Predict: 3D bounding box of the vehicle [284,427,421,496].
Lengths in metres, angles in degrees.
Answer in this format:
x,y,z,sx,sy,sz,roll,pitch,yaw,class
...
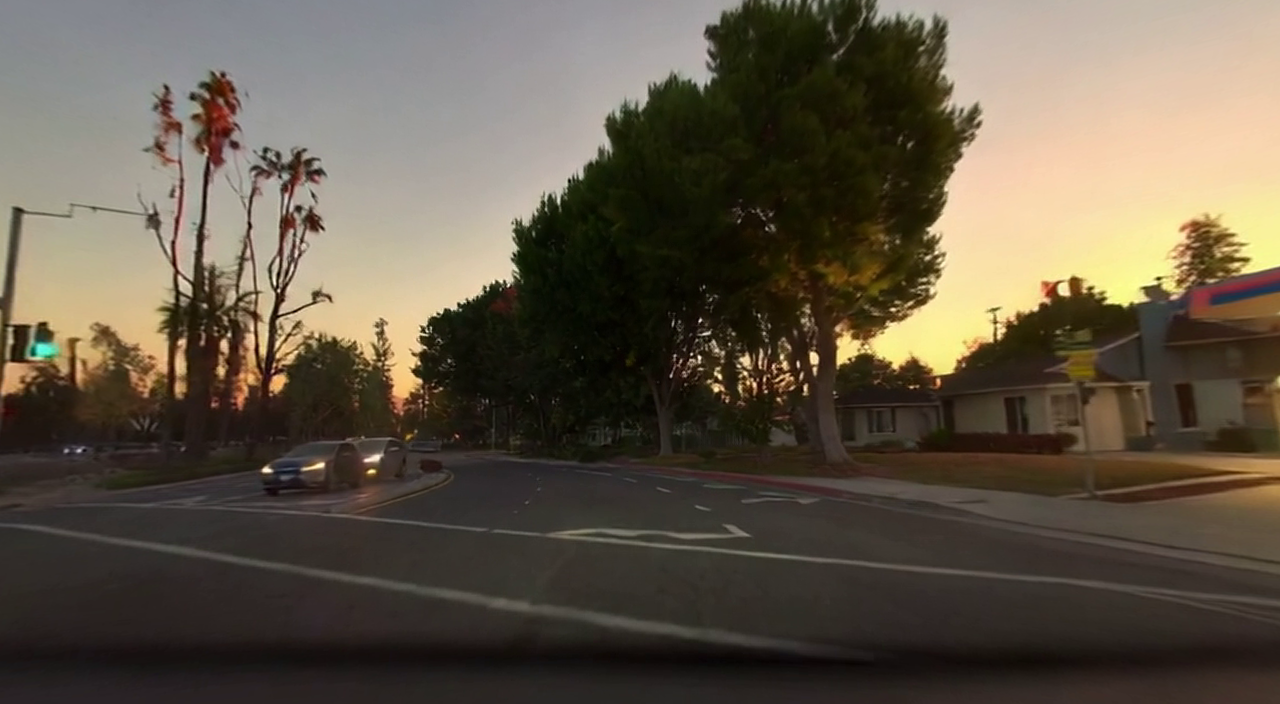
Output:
x,y,z,sx,sy,sz,roll,pitch,yaw,class
-7.752,2.985,17.567,2.048,1.670,4.450,1,-8,-5,vehicle
